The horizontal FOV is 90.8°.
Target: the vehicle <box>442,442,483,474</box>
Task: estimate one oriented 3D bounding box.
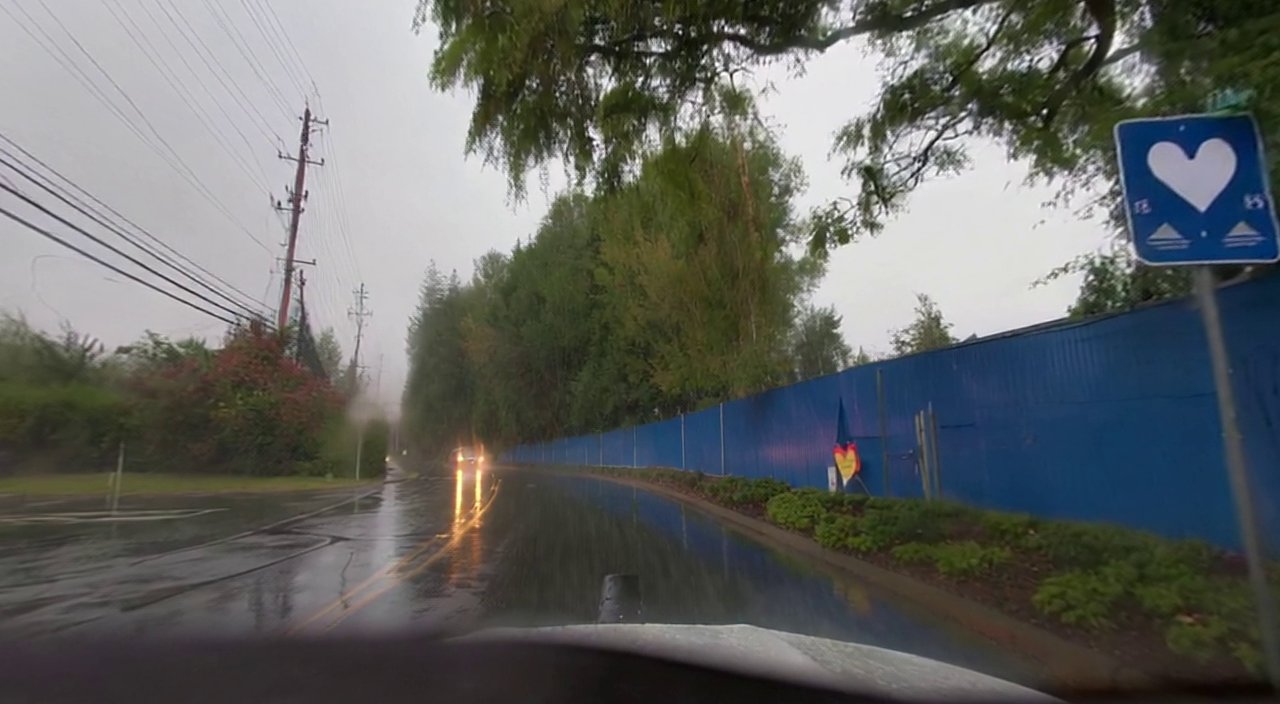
[{"bbox_3d":[-11.394,6.752,40.360,2.185,1.901,4.177,3,-9,-19],"label":"vehicle"}]
